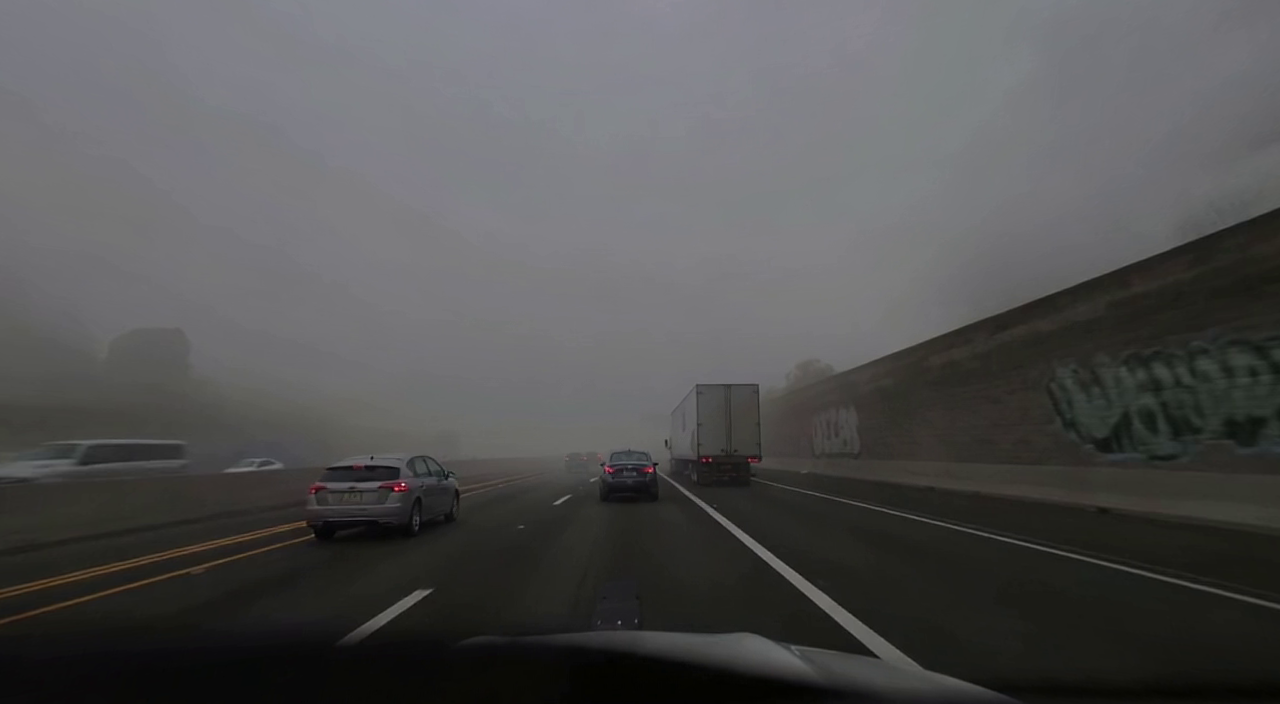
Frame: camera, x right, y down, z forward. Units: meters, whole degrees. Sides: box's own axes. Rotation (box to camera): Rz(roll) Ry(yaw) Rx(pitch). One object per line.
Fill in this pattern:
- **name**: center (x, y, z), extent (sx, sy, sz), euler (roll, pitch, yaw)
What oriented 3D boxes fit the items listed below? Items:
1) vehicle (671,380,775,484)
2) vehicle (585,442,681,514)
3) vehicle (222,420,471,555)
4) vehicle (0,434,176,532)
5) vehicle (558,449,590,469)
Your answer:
- **vehicle**: center (3.566, 4.175, 31.730), extent (2.902, 4.014, 14.446), euler (0, -9, -2)
- **vehicle**: center (-0.212, 2.976, 15.372), extent (2.033, 1.468, 4.015), euler (0, -9, -2)
- **vehicle**: center (-4.526, 2.155, 10.739), extent (1.988, 1.750, 4.711), euler (0, -9, 0)
- **vehicle**: center (-12.723, 2.671, 13.285), extent (2.022, 1.773, 4.935), euler (-1, -9, 0)
- **vehicle**: center (-5.034, 8.258, 48.774), extent (2.067, 1.481, 4.085), euler (0, -9, 0)
